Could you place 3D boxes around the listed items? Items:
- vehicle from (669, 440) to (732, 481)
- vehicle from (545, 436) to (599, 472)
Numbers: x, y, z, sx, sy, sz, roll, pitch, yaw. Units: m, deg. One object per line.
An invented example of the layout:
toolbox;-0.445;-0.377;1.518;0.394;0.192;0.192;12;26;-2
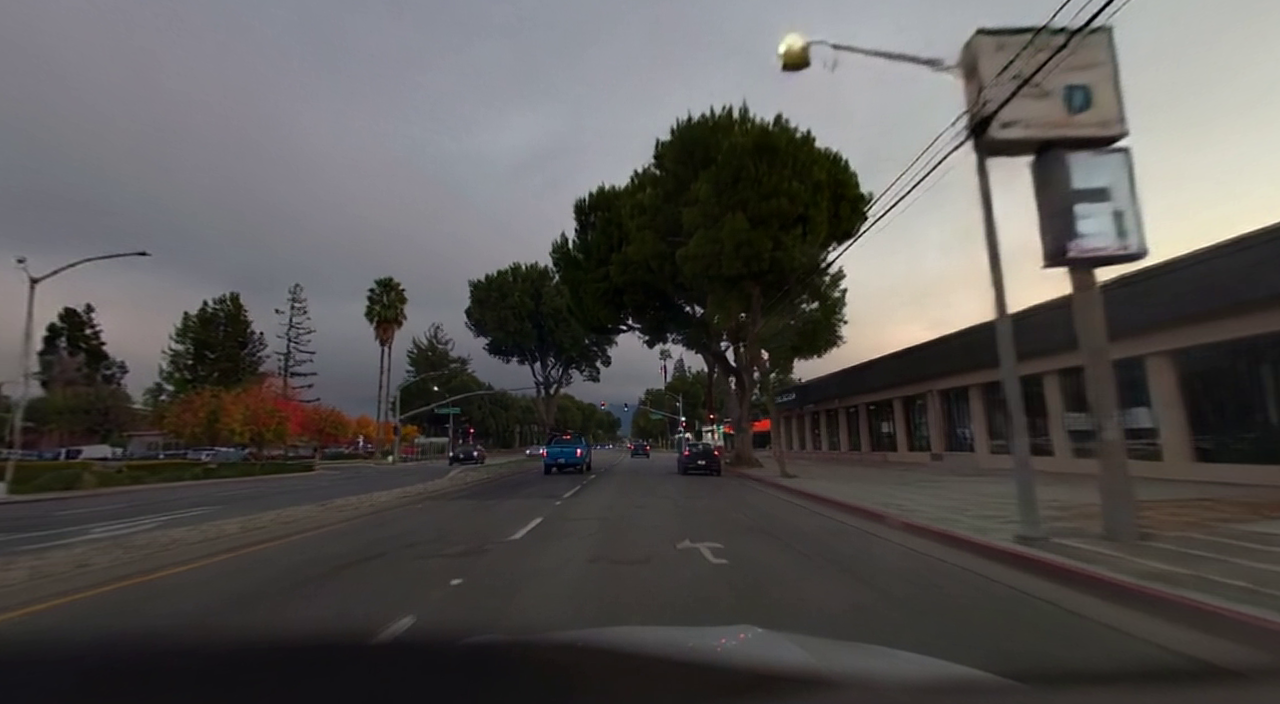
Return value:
vehicle;2.304;4.258;25.016;2.103;1.487;4.101;0;-9;0
vehicle;-3.505;5.385;33.519;2.464;1.777;5.128;0;-9;-2
